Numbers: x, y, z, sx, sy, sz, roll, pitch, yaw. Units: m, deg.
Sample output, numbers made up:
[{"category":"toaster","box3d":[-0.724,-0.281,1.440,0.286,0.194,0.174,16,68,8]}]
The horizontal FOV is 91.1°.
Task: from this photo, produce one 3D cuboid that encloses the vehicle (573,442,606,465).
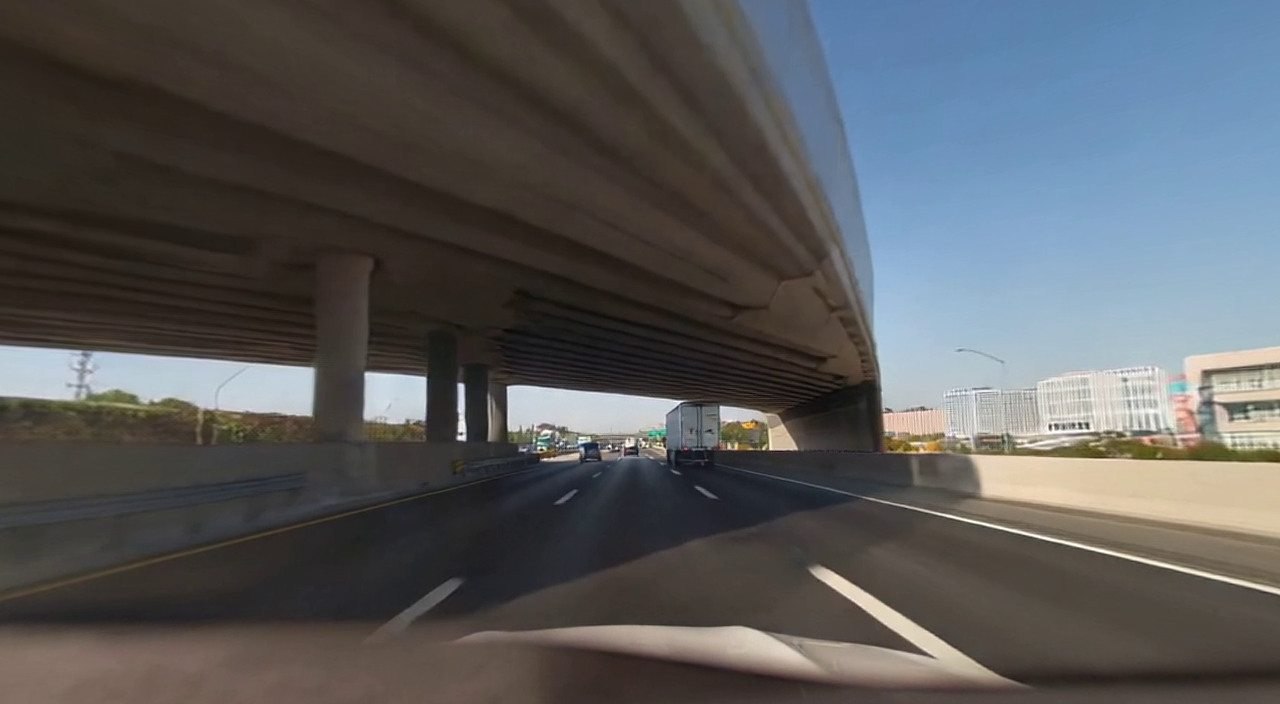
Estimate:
[{"category":"vehicle","box3d":[-3.586,7.303,45.229,2.100,1.525,4.179,0,-9,0]}]
